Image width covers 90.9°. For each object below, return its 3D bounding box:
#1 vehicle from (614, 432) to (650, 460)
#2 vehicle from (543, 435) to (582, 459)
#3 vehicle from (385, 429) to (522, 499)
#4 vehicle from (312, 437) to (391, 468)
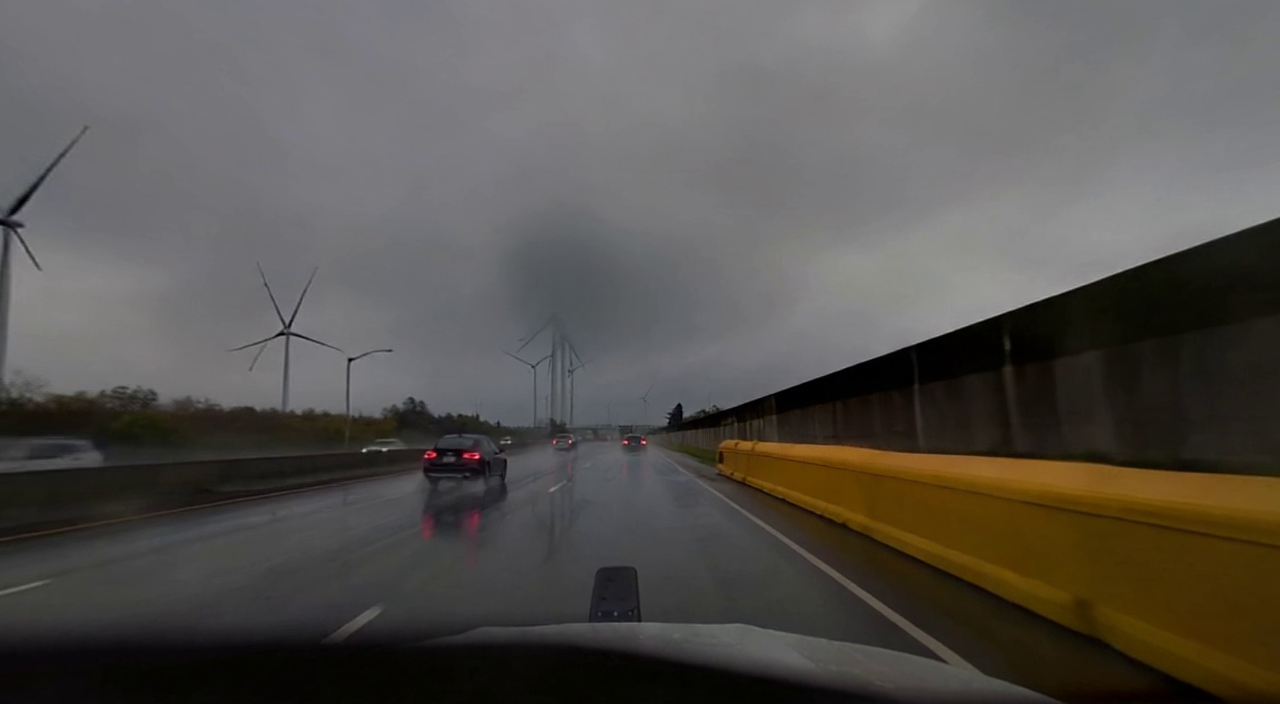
[{"bbox_3d":[-0.502,5.513,37.123,2.027,1.550,3.607,0,-8,-2],"label":"vehicle"},{"bbox_3d":[-4.822,5.971,39.772,2.059,1.436,3.802,0,-8,-1],"label":"vehicle"},{"bbox_3d":[-4.363,2.676,15.623,1.998,1.468,4.635,0,-8,0],"label":"vehicle"},{"bbox_3d":[-14.608,5.082,32.211,2.069,1.492,4.152,0,-8,0],"label":"vehicle"}]
